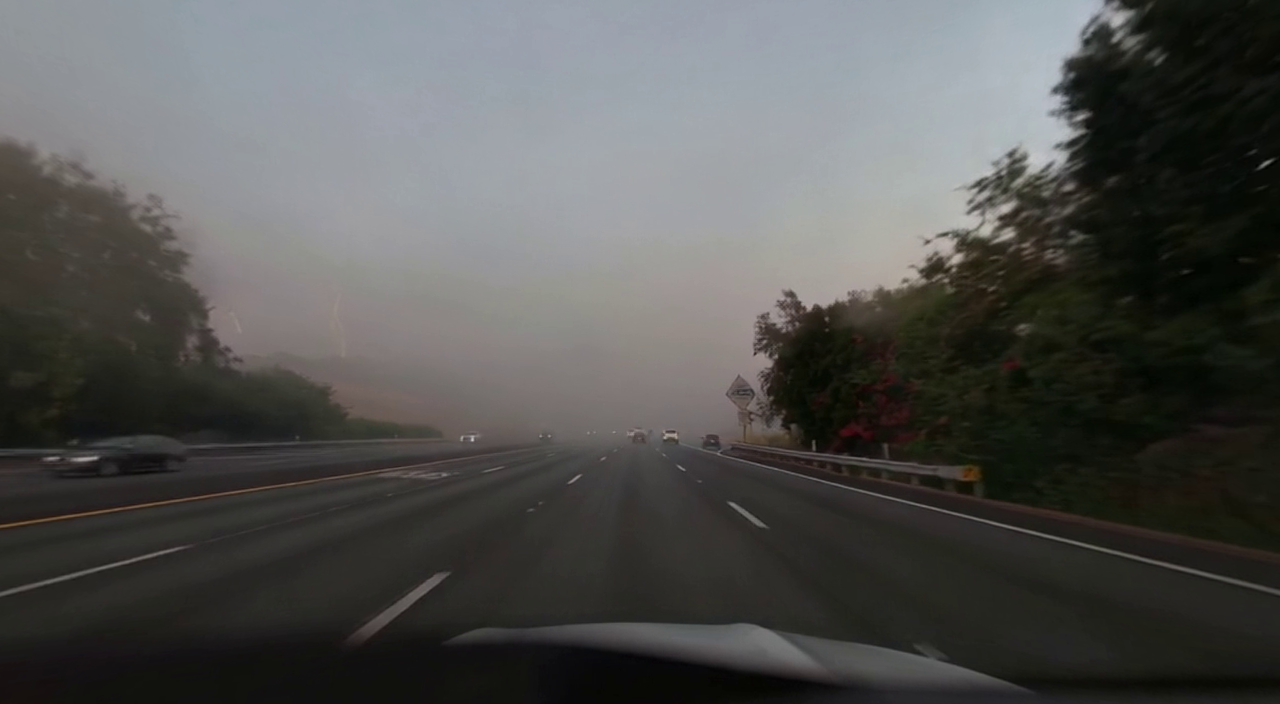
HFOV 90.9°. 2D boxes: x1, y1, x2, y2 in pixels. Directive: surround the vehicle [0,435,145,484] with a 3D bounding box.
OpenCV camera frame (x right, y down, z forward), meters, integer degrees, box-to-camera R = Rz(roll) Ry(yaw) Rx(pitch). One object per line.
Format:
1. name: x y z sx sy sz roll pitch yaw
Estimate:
1. vehicle: -19.321 3.518 21.098 1.933 1.467 4.408 0 -8 0
